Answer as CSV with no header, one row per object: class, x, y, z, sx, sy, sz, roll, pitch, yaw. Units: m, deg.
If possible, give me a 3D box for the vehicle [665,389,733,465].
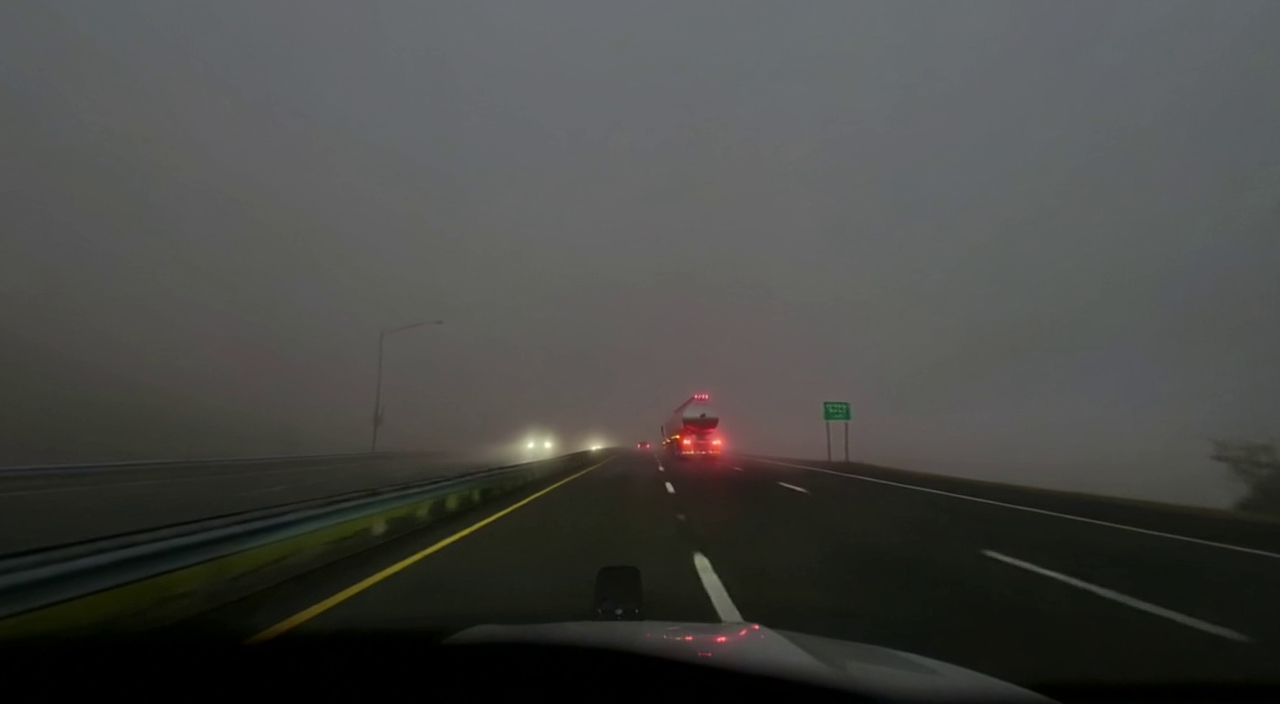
vehicle,3.153,4.455,36.805,2.946,3.745,11.516,0,-8,0
